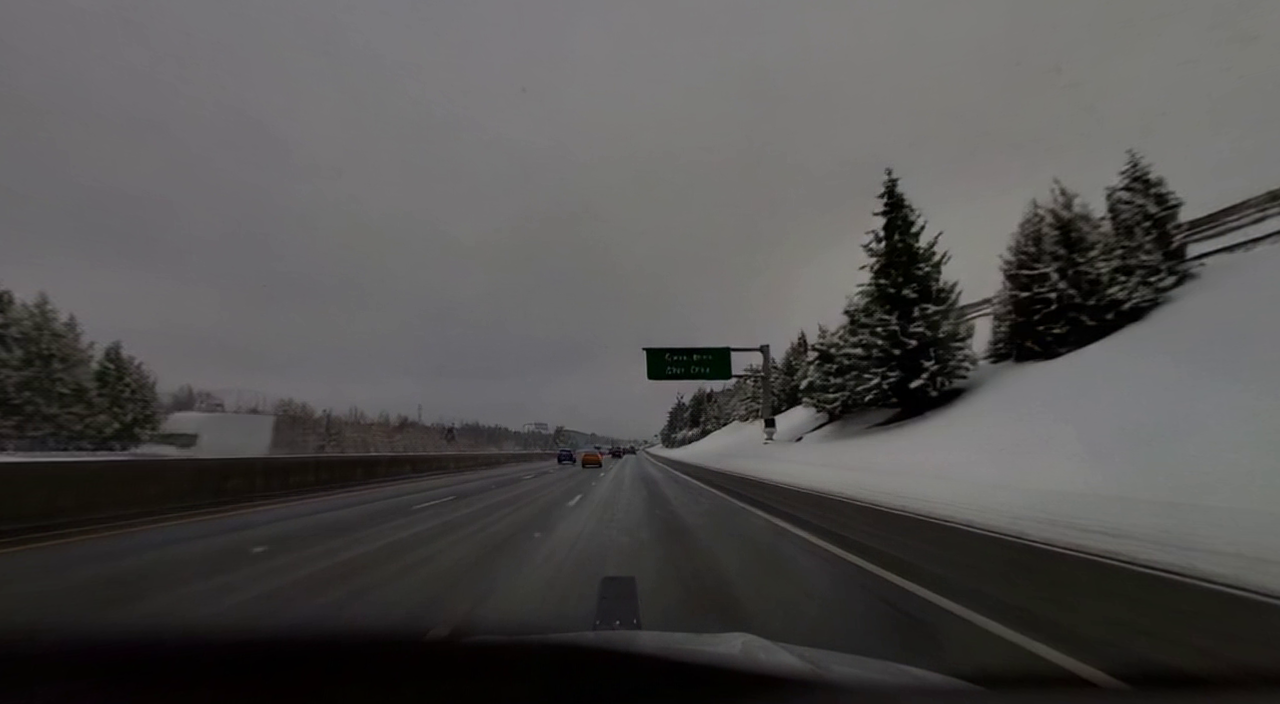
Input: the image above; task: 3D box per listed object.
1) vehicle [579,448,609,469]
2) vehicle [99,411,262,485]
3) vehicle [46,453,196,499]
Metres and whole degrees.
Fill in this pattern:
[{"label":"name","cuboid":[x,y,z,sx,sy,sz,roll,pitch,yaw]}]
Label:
[{"label":"vehicle","cuboid":[-3.261,7.678,45.354,1.895,1.482,3.852,0,-9,0]},{"label":"vehicle","cuboid":[-22.595,4.819,31.465,2.619,3.254,7.143,0,-9,0]},{"label":"vehicle","cuboid":[-18.578,4.420,22.756,1.785,1.474,4.328,0,-9,-1]}]
